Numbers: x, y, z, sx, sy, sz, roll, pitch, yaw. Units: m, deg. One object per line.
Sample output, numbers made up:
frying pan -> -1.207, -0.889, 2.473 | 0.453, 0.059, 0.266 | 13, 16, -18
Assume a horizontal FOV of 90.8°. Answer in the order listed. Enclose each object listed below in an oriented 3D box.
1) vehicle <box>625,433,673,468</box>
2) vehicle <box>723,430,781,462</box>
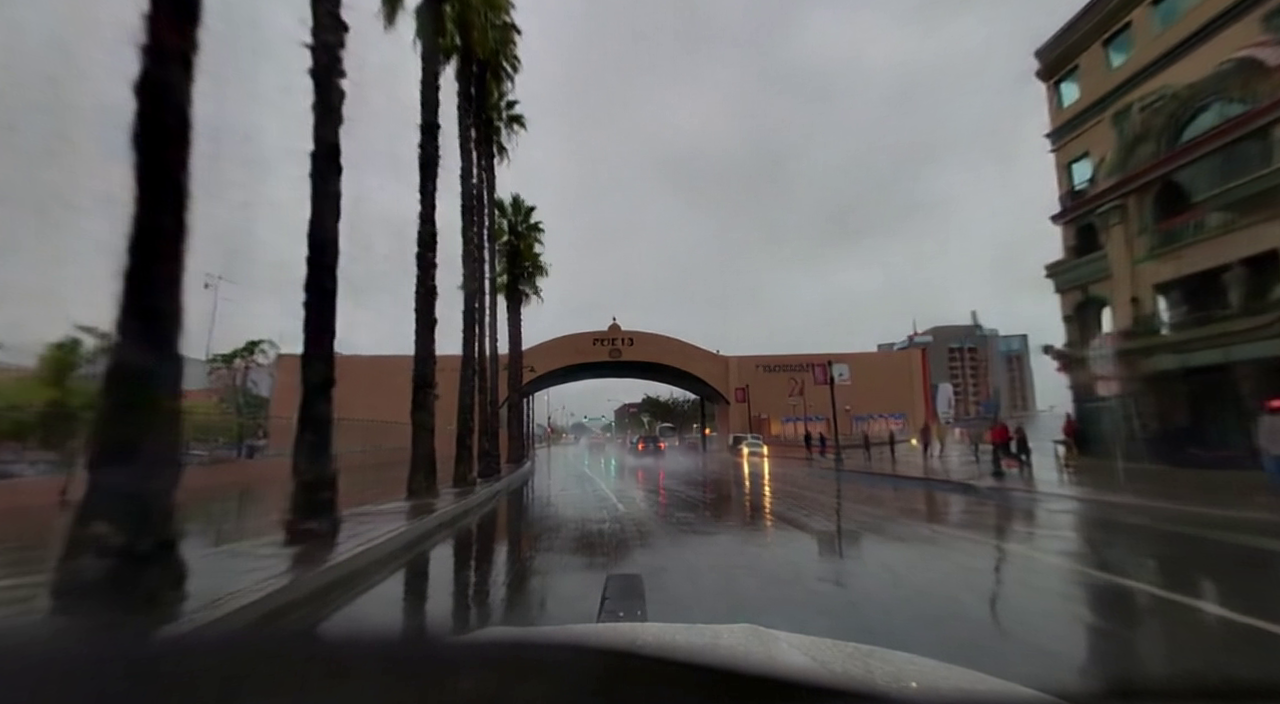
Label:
vehicle -> 0.447, 6.232, 40.205 | 2.284, 2.010, 6.670 | 1, -8, -5
vehicle -> 7.736, 6.597, 44.326 | 2.417, 2.030, 5.711 | 1, -8, -7
